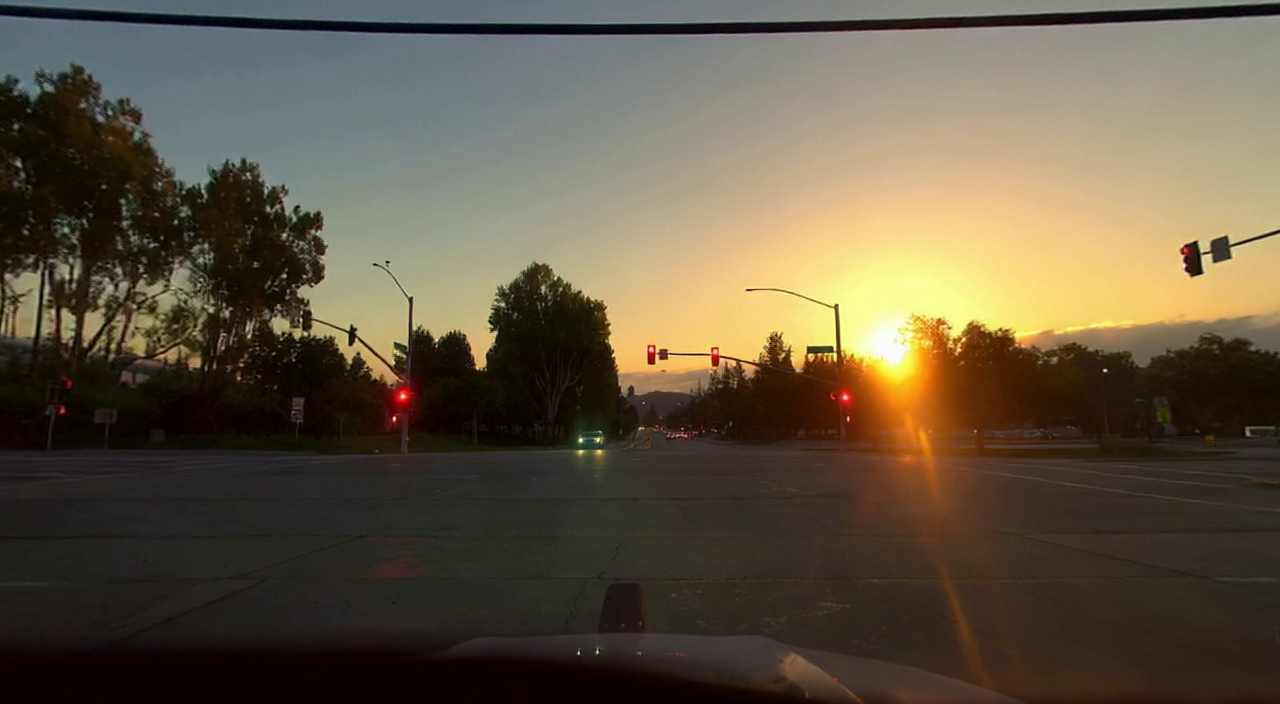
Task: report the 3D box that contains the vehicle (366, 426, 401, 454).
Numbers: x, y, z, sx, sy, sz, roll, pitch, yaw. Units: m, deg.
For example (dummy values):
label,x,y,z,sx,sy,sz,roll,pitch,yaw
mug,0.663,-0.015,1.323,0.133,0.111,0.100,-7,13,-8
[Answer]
label,x,y,z,sx,sy,sz,roll,pitch,yaw
vehicle,-19.993,6.871,48.896,1.873,2.079,2.879,5,-10,-33
